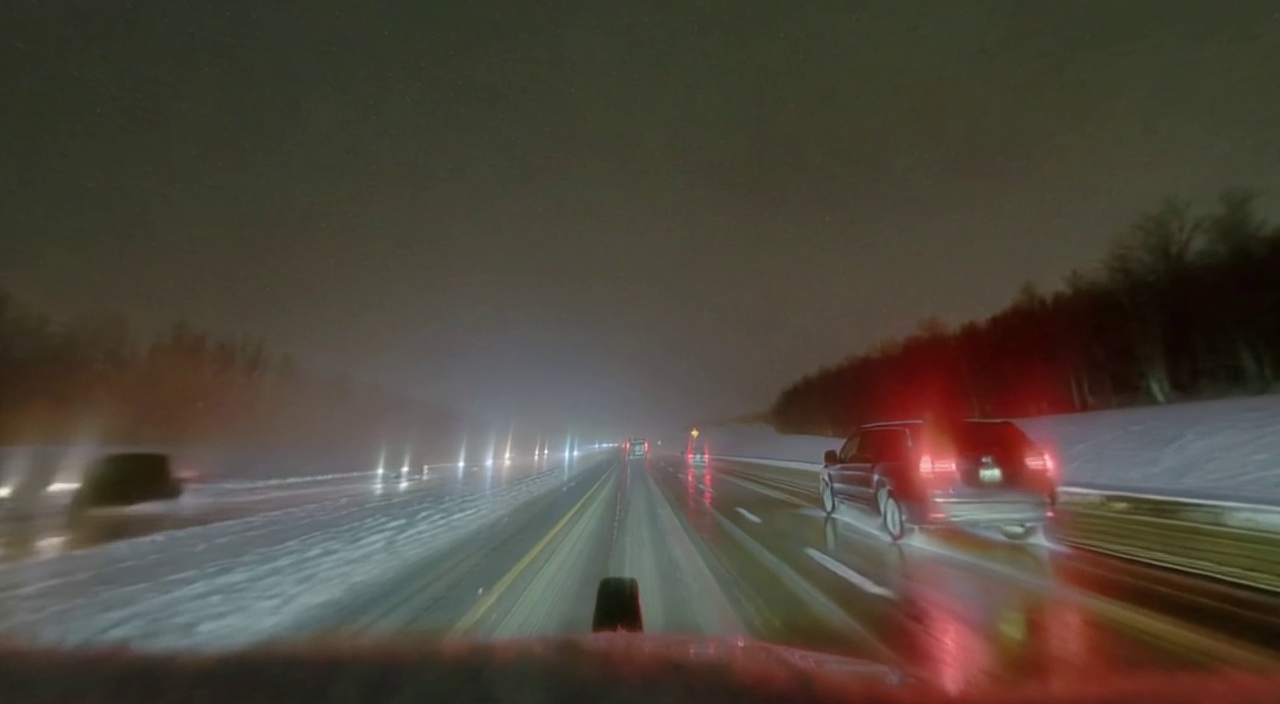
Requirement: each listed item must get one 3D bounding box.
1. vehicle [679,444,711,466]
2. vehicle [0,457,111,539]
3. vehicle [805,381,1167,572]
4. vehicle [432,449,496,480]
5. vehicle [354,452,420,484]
[{"bbox_3d":[3.937,7.455,45.302,1.917,1.488,3.693,0,-9,-2],"label":"vehicle"},{"bbox_3d":[-13.095,2.844,12.255,1.902,1.516,4.079,0,-9,0],"label":"vehicle"},{"bbox_3d":[4.183,1.662,9.013,2.177,1.914,5.245,0,-9,0],"label":"vehicle"},{"bbox_3d":[-9.263,5.947,33.414,2.012,1.523,4.777,0,-9,0],"label":"vehicle"},{"bbox_3d":[-13.102,6.009,32.743,1.811,1.500,3.805,0,-9,1],"label":"vehicle"}]
